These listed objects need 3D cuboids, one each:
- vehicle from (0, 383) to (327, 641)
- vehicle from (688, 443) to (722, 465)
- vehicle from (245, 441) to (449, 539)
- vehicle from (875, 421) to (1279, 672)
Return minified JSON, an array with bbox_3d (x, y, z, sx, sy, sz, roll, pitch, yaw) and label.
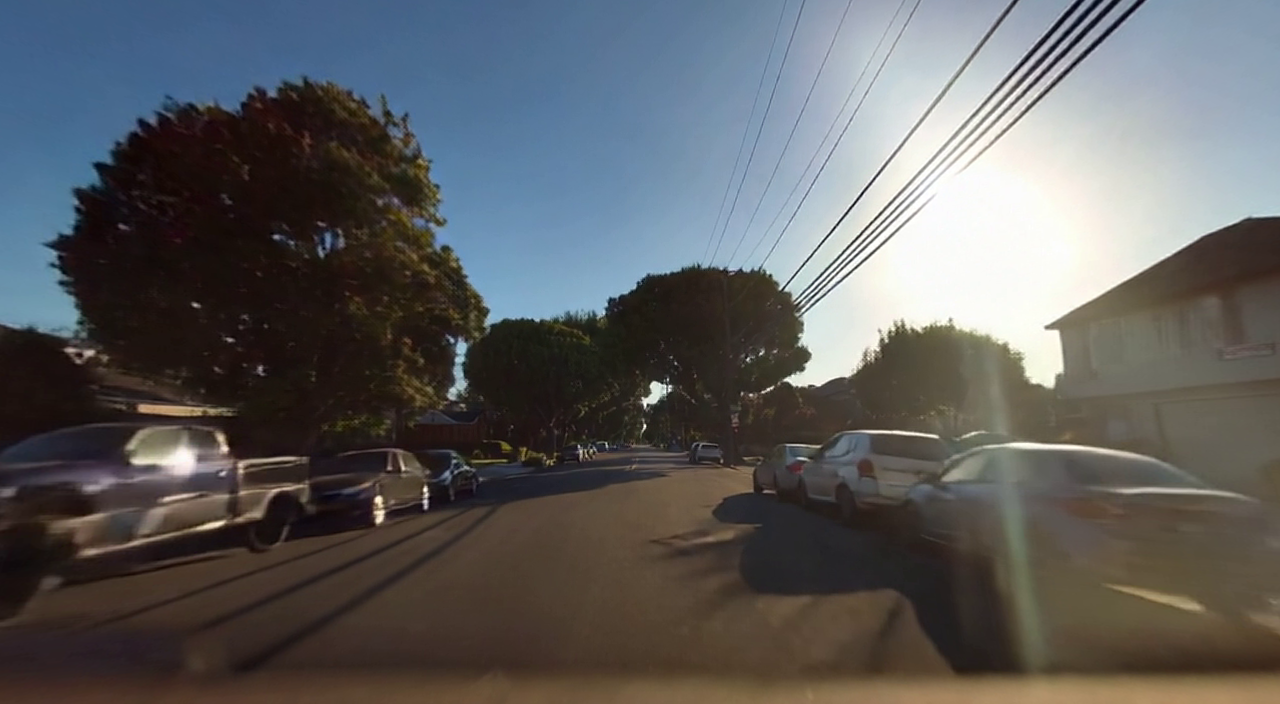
[{"bbox_3d":[-5.743,1.458,6.666,2.052,1.916,5.084,0,-8,2],"label":"vehicle"},{"bbox_3d":[4.413,6.946,43.106,1.851,1.438,4.177,0,-8,0],"label":"vehicle"},{"bbox_3d":[-5.345,2.515,12.321,1.904,1.504,4.530,0,-8,-1],"label":"vehicle"},{"bbox_3d":[4.072,1.502,6.094,1.830,1.491,4.453,0,-8,-1],"label":"vehicle"}]
